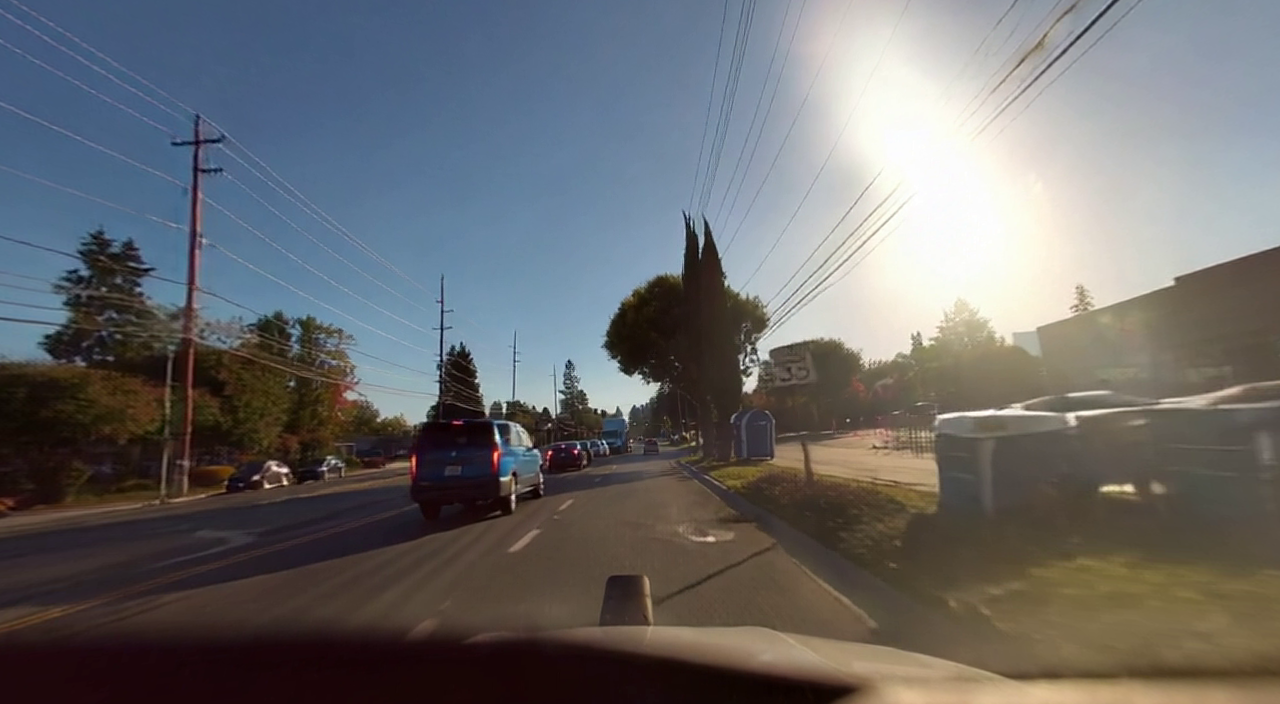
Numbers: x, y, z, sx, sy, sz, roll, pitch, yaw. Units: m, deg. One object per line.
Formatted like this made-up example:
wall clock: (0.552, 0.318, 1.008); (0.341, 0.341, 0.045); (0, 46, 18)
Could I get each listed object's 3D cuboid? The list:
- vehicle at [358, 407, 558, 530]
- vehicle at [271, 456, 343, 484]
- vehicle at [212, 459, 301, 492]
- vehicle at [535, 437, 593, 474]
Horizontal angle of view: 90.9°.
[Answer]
vehicle: (-3.065, 2.121, 12.045); (2.180, 1.818, 5.117); (0, -8, 1)
vehicle: (-20.380, 7.227, 38.774); (2.231, 1.478, 4.603); (1, -8, -5)
vehicle: (-19.840, 6.401, 32.895); (2.099, 1.449, 4.749); (1, -8, -6)
vehicle: (-3.231, 4.481, 27.586); (1.998, 1.466, 4.124); (0, -8, 1)
